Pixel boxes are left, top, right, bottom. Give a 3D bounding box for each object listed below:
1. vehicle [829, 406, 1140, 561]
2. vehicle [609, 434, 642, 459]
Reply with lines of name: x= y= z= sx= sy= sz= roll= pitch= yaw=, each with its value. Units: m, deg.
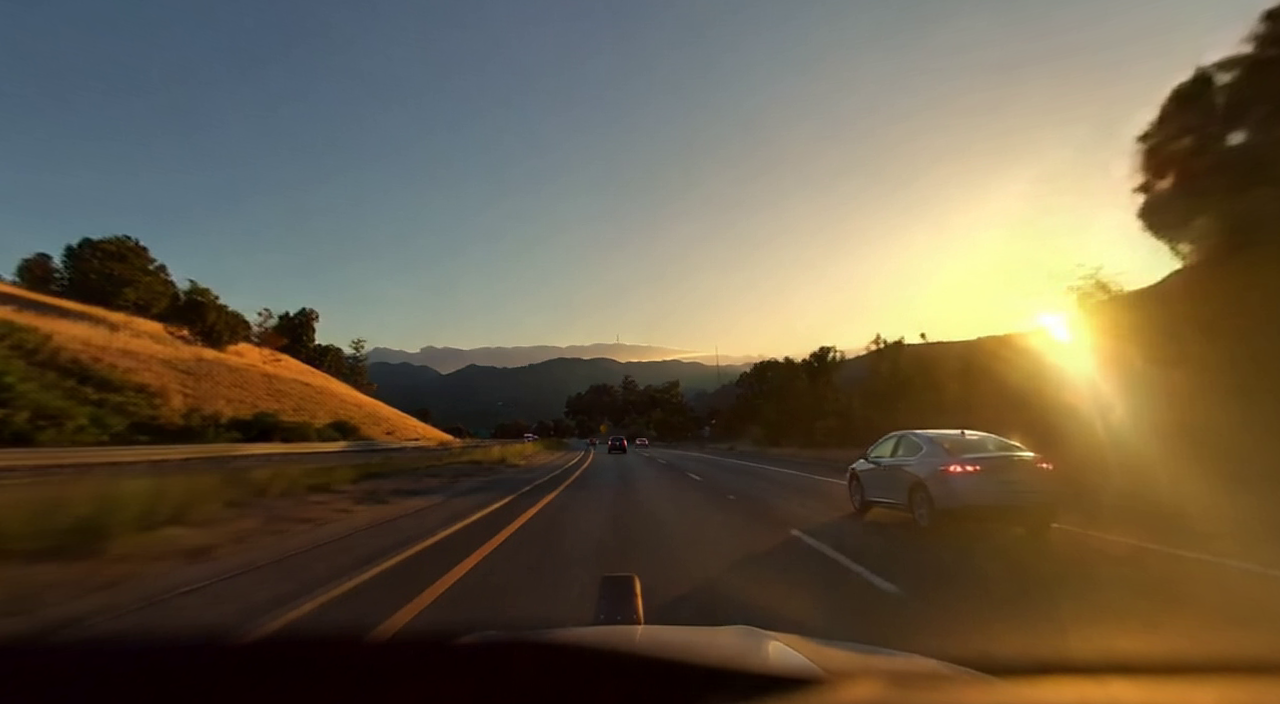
vehicle: x=3.973 y=1.548 z=8.105 sx=1.852 sy=1.513 sz=3.652 roll=0 pitch=-8 yaw=-1
vehicle: x=-0.984 y=6.101 z=40.765 sx=1.998 sy=1.512 sz=3.735 roll=0 pitch=-8 yaw=-3
